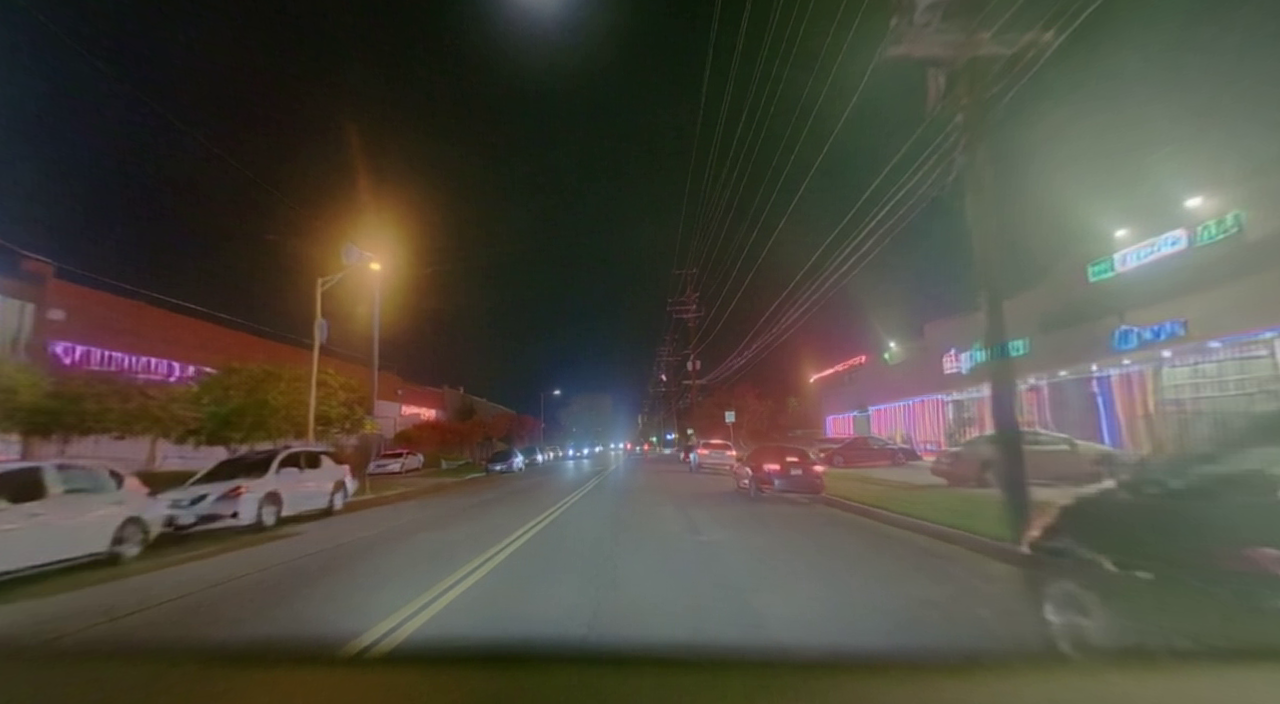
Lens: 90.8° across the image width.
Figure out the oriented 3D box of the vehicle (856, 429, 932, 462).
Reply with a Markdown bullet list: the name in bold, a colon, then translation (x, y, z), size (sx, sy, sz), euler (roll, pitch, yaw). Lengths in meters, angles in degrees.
- **vehicle**: translation (12.049, 4.446, 30.306), size (1.824, 1.450, 4.265), euler (0, -7, -1)

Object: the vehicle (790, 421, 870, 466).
- **vehicle**: translation (8.956, 4.358, 30.277), size (2.178, 1.884, 4.825), euler (-2, -8, -1)

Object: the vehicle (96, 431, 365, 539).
- **vehicle**: translation (-8.292, 2.728, 13.748), size (1.986, 1.831, 5.678), euler (0, -9, 1)

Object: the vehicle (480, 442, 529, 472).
- **vehicle**: translation (-8.463, 6.610, 40.025), size (2.113, 1.665, 5.062), euler (0, -7, -2)

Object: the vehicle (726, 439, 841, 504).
- **vehicle**: translation (3.531, 3.015, 16.503), size (1.866, 1.439, 4.482), euler (0, -8, -1)

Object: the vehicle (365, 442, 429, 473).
- **vehicle**: translation (-14.856, 6.501, 39.025), size (1.969, 1.741, 5.148), euler (0, -9, -1)

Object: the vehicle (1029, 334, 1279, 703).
- **vehicle**: translation (3.570, 0.687, 1.590), size (2.088, 1.765, 4.704), euler (0, -8, -1)

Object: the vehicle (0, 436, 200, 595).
- **vehicle**: translation (-8.442, 1.999, 8.091), size (2.045, 1.820, 4.858), euler (0, -7, 1)

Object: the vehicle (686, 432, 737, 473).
- **vehicle**: translation (3.420, 4.944, 31.031), size (2.025, 1.843, 4.883), euler (-1, -9, 1)
